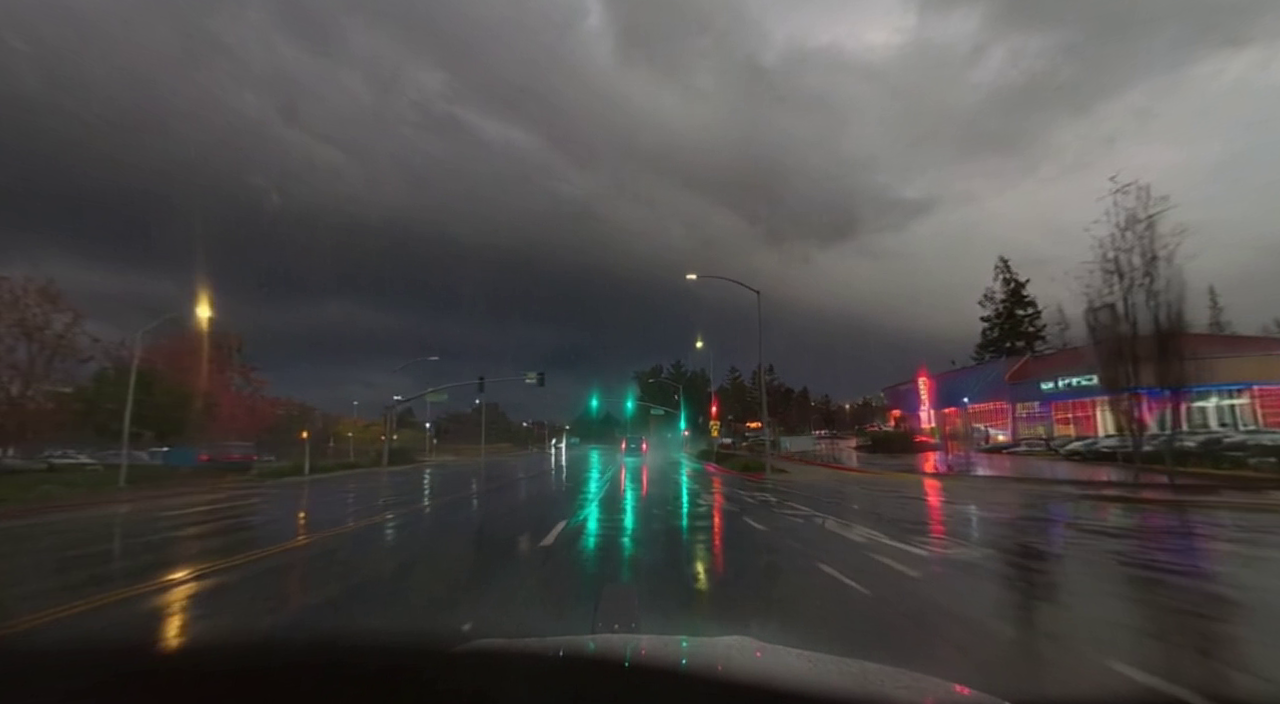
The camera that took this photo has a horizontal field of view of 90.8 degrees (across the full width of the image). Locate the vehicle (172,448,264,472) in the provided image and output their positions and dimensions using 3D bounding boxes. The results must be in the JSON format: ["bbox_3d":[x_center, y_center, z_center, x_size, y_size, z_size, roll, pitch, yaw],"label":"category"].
[{"bbox_3d":[-30.553,7.814,45.836,5.136,1.723,1.953,0,-8,-2],"label":"vehicle"}]

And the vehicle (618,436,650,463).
[{"bbox_3d":[-0.399,6.450,41.913,2.024,1.628,4.774,0,-8,-1],"label":"vehicle"}]
